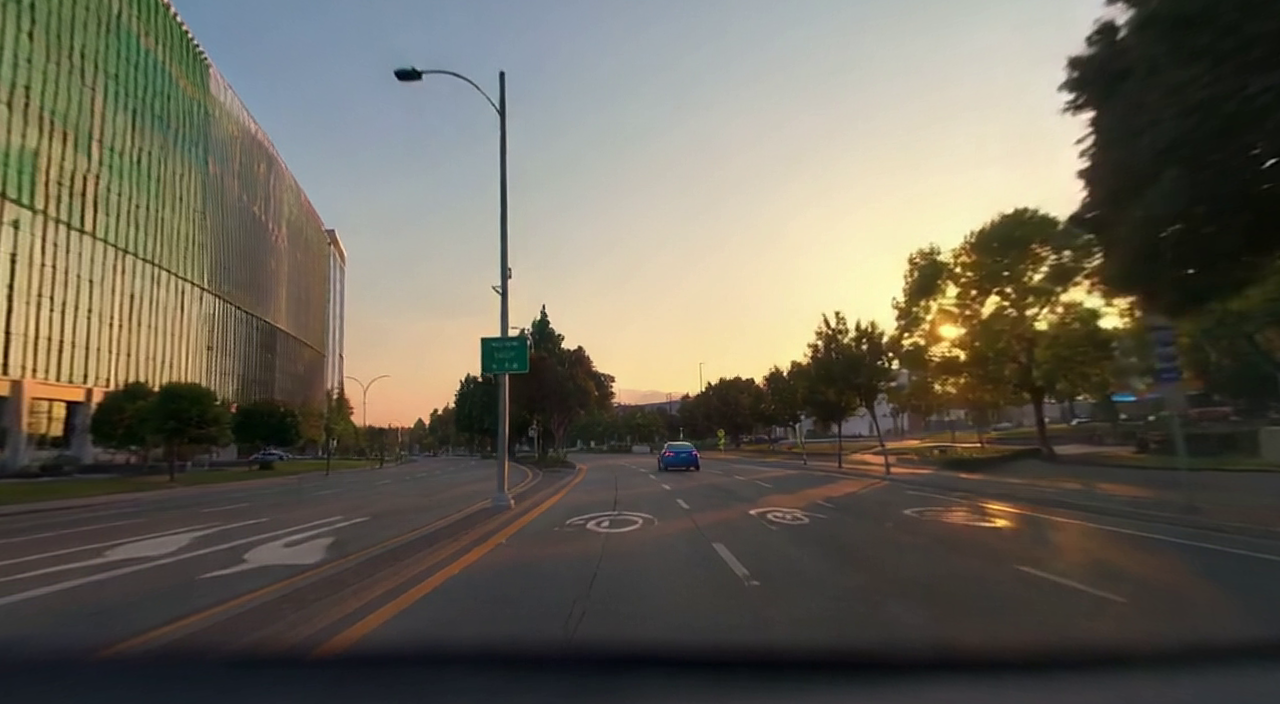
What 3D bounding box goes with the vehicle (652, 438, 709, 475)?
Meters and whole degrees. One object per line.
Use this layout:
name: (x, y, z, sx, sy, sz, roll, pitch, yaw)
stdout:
vehicle: (1.878, 5.045, 30.841, 2.165, 1.633, 4.381, 0, -8, -5)
